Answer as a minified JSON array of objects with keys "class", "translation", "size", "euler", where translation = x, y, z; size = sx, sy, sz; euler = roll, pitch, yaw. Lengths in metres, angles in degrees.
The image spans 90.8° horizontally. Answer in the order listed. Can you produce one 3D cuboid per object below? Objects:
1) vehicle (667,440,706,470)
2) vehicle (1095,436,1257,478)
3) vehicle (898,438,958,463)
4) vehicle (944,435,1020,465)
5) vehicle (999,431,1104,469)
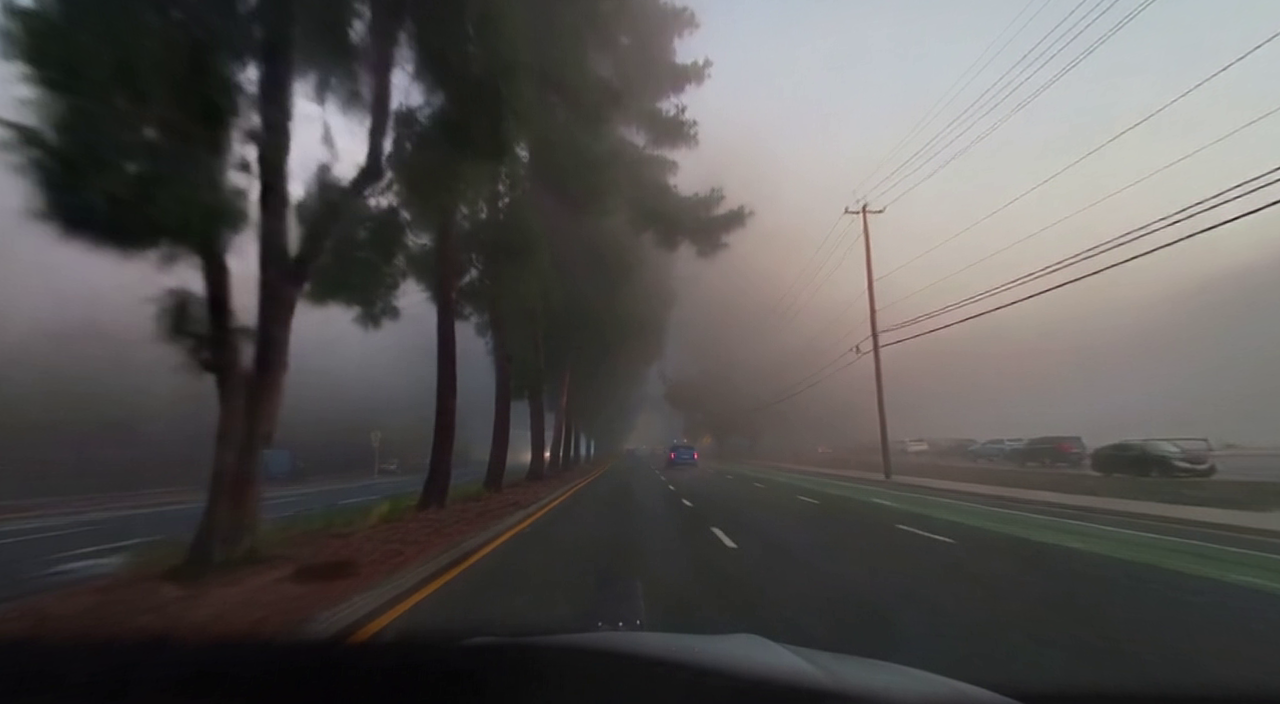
[{"class":"vehicle","translation":[2.935,6.673,41.205],"size":[2.086,1.803,4.607],"euler":[0,-8,-1]},{"class":"vehicle","translation":[20.168,3.955,24.128],"size":[1.980,1.423,4.793],"euler":[0,-9,0]},{"class":"vehicle","translation":[20.000,6.838,44.103],"size":[2.021,1.640,4.620],"euler":[0,-8,0]},{"class":"vehicle","translation":[20.205,5.822,37.576],"size":[1.896,1.656,4.653],"euler":[0,-9,-1]},{"class":"vehicle","translation":[20.228,4.830,31.348],"size":[1.983,1.730,4.563],"euler":[0,-9,-2]}]
